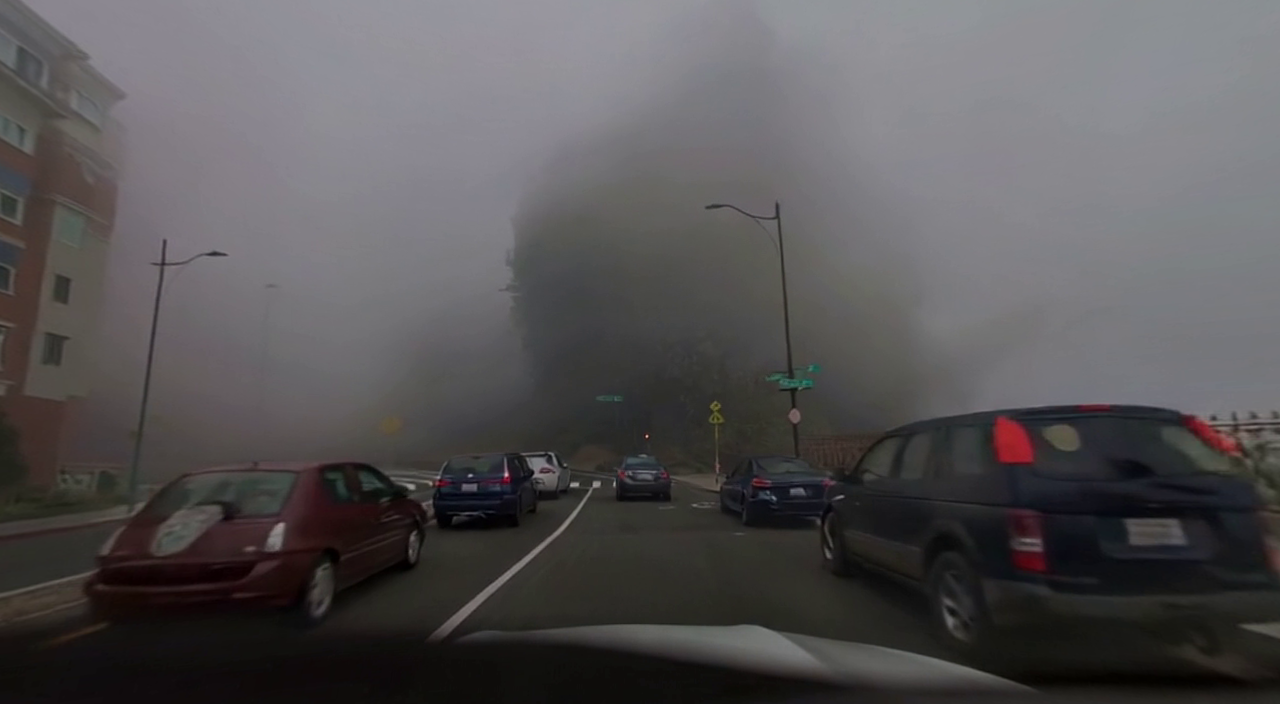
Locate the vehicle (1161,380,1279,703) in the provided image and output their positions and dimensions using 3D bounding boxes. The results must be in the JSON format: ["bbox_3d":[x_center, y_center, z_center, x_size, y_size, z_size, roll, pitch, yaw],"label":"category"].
[{"bbox_3d":[2.962,0.577,0.191,1.933,1.501,4.349,0,-8,1],"label":"vehicle"}]

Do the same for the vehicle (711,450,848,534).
[{"bbox_3d":[2.826,2.934,13.954,1.943,1.513,4.510,0,-9,-1],"label":"vehicle"}]

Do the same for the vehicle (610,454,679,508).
[{"bbox_3d":[0.045,4.069,20.365,2.026,1.496,3.701,0,-8,-2],"label":"vehicle"}]

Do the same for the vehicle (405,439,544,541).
[{"bbox_3d":[-2.933,2.478,11.869,1.778,1.638,3.059,0,-9,-1],"label":"vehicle"}]

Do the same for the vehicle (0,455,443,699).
[{"bbox_3d":[-3.286,1.606,5.614,1.824,1.306,3.937,0,-9,0],"label":"vehicle"}]

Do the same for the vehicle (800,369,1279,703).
[{"bbox_3d":[2.976,1.305,5.339,1.988,1.779,4.635,0,-8,0],"label":"vehicle"}]
